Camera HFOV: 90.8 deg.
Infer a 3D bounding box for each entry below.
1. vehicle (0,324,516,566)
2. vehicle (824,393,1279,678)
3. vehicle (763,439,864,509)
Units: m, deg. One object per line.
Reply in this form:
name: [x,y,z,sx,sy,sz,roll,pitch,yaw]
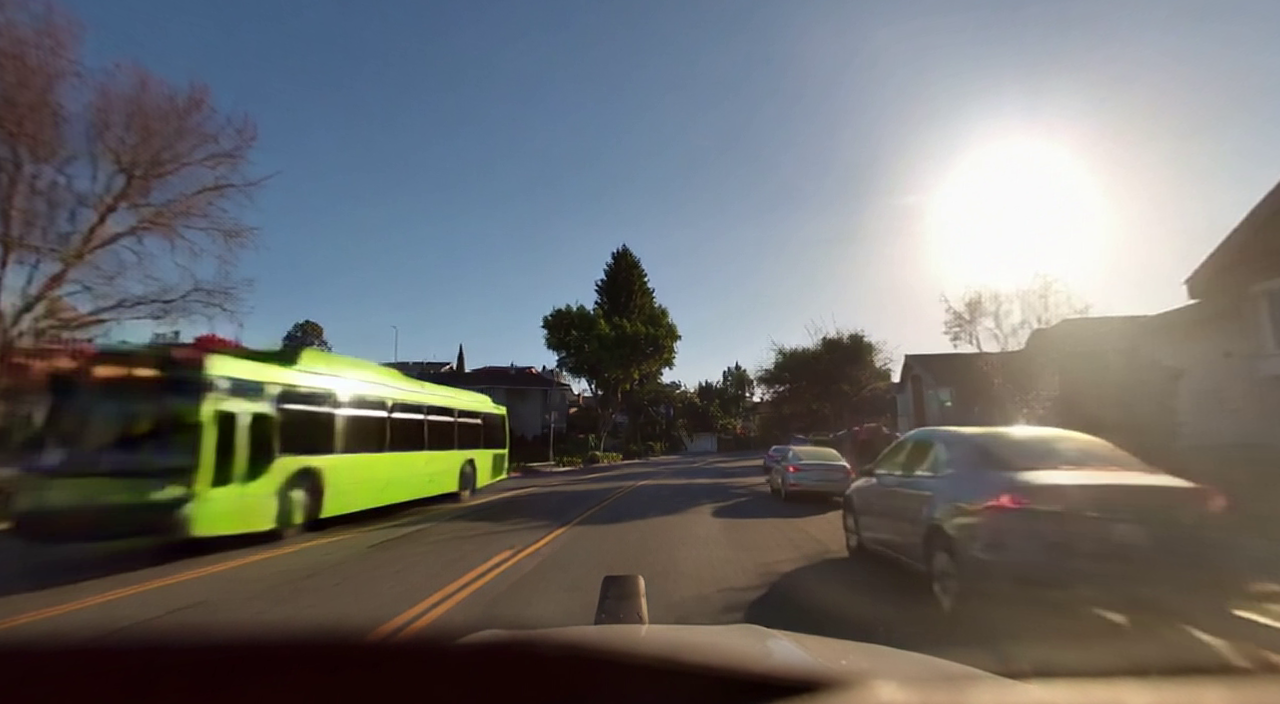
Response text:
vehicle: [-6.621,2.205,14.962,3.577,3.168,13.108,-1,-9,5]
vehicle: [3.133,1.347,5.669,1.984,1.601,3.994,0,-9,4]
vehicle: [3.973,2.831,15.031,1.665,1.425,3.727,-1,-9,6]
